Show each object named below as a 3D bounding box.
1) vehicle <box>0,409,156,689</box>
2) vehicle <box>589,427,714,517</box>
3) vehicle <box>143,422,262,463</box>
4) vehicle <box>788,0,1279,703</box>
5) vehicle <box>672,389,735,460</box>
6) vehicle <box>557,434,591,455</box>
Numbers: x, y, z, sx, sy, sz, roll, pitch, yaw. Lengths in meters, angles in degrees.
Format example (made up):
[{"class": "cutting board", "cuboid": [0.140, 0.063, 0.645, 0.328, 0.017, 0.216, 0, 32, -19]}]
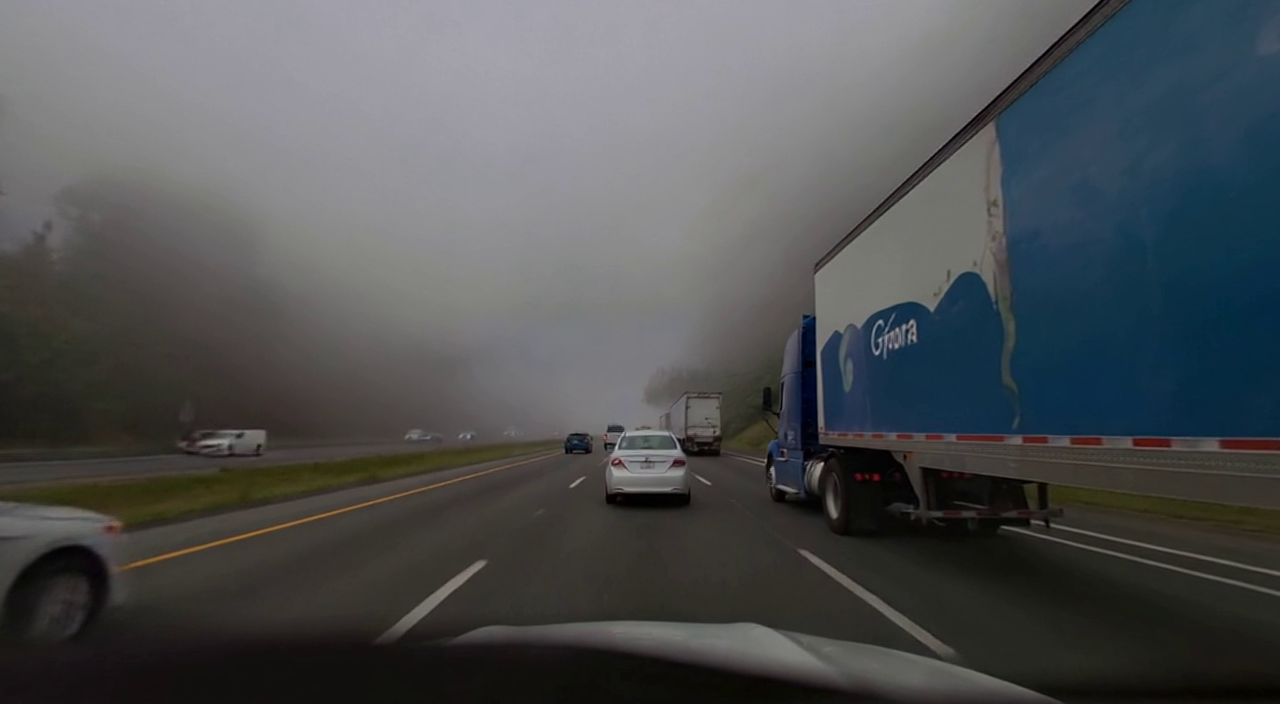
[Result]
[{"class": "vehicle", "cuboid": [-4.374, 0.866, 2.068, 2.048, 1.452, 4.430, 0, -8, 0]}, {"class": "vehicle", "cuboid": [0.171, 2.186, 12.010, 2.021, 1.435, 3.611, 0, -8, -1]}, {"class": "vehicle", "cuboid": [-22.210, 4.630, 32.351, 2.126, 1.905, 5.320, 0, -8, 2]}, {"class": "vehicle", "cuboid": [4.158, -0.082, 4.315, 2.816, 4.070, 14.136, 0, -8, 0]}, {"class": "vehicle", "cuboid": [3.977, 5.078, 43.112, 2.869, 4.067, 13.731, 0, -8, 0]}, {"class": "vehicle", "cuboid": [-4.793, 6.749, 46.172, 1.983, 1.434, 4.451, 0, -8, 0]}]
